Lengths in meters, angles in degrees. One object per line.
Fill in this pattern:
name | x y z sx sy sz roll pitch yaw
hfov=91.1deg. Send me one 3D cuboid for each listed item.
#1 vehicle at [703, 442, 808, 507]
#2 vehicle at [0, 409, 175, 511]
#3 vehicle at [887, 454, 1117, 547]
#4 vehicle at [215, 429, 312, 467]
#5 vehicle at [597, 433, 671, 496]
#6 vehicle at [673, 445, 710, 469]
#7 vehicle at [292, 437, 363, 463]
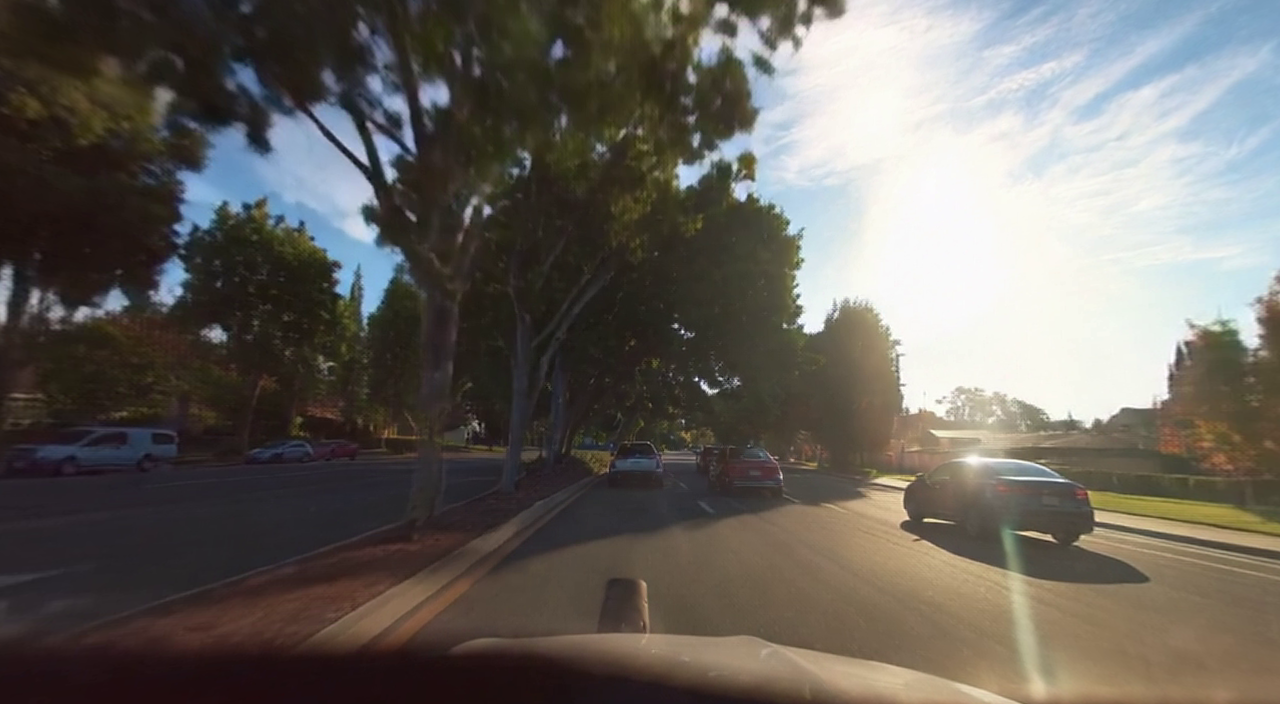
vehicle | 2.905 3.177 16.771 1.932 1.510 4.168 0 -9 -1
vehicle | -11.273 2.065 12.286 2.161 1.642 4.587 3 -9 -20
vehicle | 6.805 2.788 12.488 1.944 1.458 4.268 0 -9 -1
vehicle | -19.091 4.896 32.142 1.903 1.768 4.985 0 -9 0
vehicle | -0.166 3.367 19.126 2.008 1.674 4.239 0 -8 0
vehicle | 3.286 6.830 41.028 2.012 1.462 4.163 0 -9 -1
vehicle | -18.934 5.961 38.314 1.851 1.477 4.891 0 -9 -1
